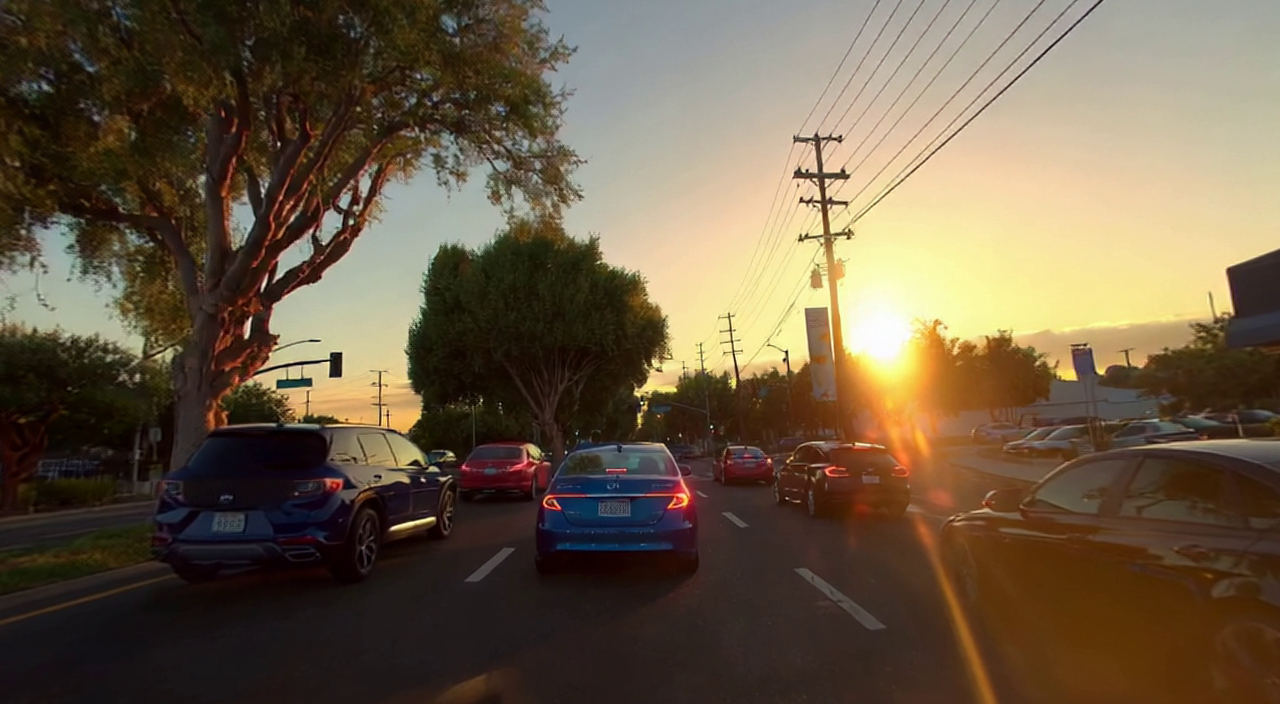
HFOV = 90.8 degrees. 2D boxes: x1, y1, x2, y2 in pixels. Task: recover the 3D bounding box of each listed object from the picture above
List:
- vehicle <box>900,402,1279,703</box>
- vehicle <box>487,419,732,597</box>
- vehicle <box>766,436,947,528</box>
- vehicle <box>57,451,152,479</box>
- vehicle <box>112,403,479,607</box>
[{"bbox_3d":[3.664,1.188,4.167,1.929,1.479,4.723,0,-9,1],"label":"vehicle"},{"bbox_3d":[-0.320,1.631,7.406,2.097,1.511,3.809,0,-9,-2],"label":"vehicle"},{"bbox_3d":[3.932,2.428,12.412,1.909,1.473,4.361,0,-9,-1],"label":"vehicle"},{"bbox_3d":[-37.030,7.830,43.742,4.683,1.833,2.078,0,-9,2],"label":"vehicle"},{"bbox_3d":[-3.435,1.602,7.500,1.979,1.697,4.254,0,-9,-1],"label":"vehicle"}]
